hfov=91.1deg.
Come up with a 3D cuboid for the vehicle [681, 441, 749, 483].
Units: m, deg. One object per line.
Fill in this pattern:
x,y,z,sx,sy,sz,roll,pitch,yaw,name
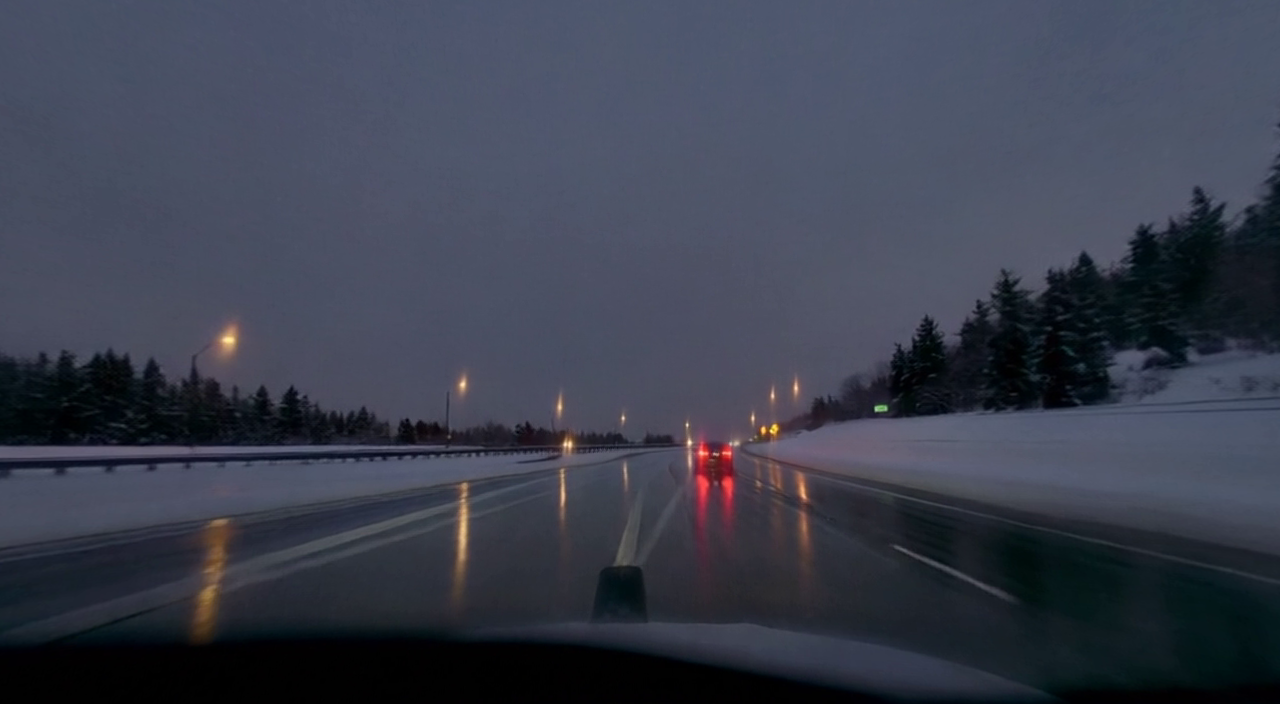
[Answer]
2.710,4.097,23.693,2.124,1.405,4.398,0,-8,1,vehicle
